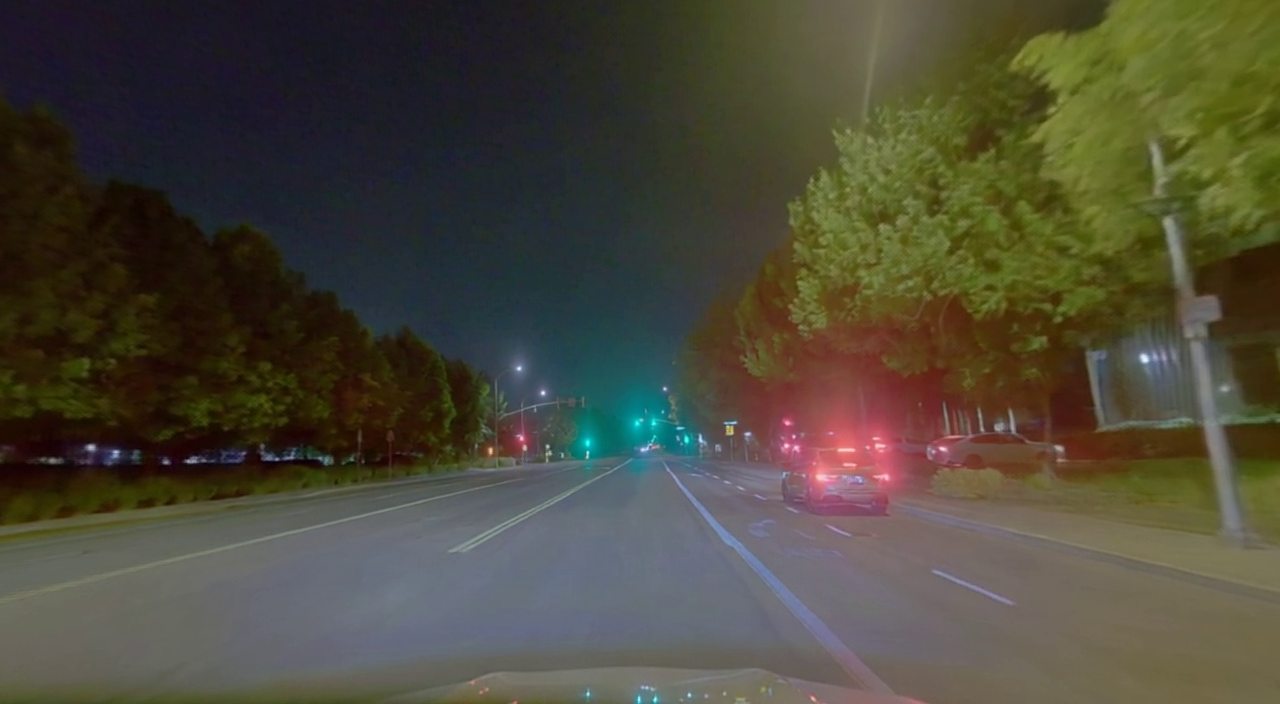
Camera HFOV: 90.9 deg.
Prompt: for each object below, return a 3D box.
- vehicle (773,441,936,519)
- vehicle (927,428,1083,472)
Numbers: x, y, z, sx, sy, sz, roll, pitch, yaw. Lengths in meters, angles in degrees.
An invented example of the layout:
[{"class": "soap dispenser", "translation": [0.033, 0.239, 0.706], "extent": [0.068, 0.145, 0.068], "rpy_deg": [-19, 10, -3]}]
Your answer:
[{"class": "vehicle", "translation": [4.483, 2.735, 14.106], "extent": [2.006, 1.448, 4.671], "rpy_deg": [0, -8, 0]}, {"class": "vehicle", "translation": [12.591, 3.400, 21.947], "extent": [4.227, 1.451, 1.874], "rpy_deg": [0, -8, 2]}]
